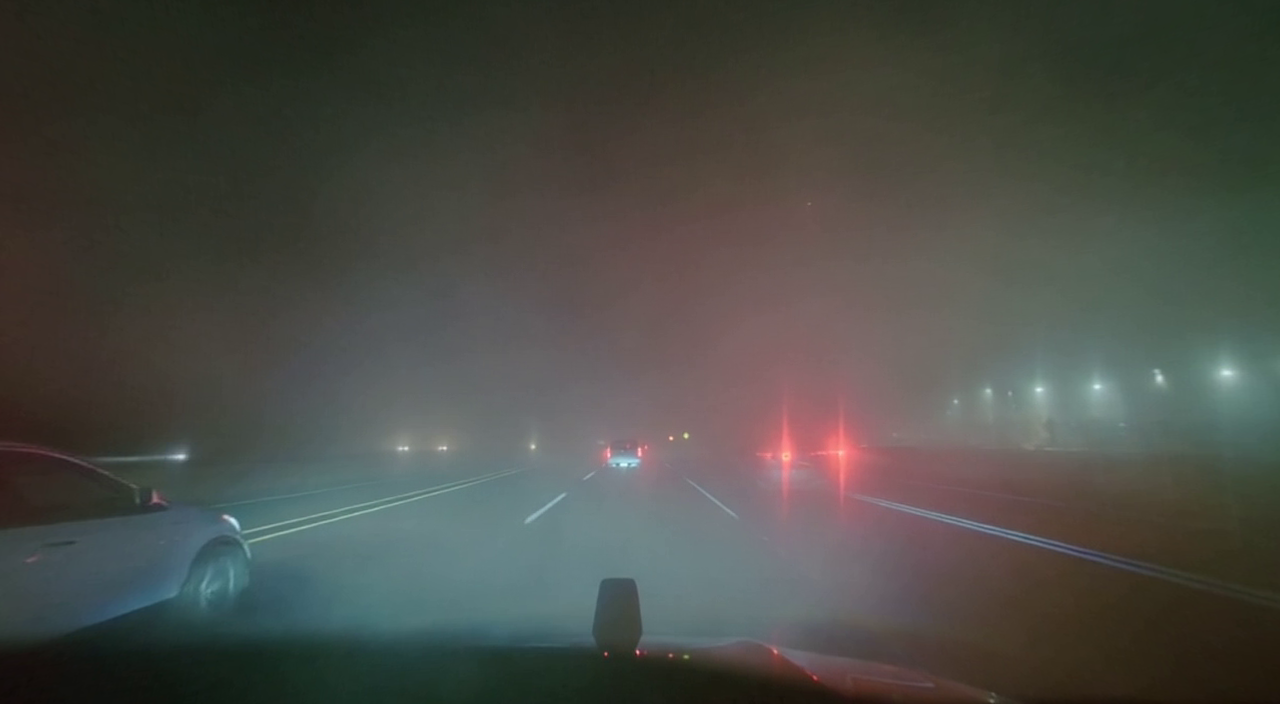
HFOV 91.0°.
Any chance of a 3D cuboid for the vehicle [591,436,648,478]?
[{"bbox_3d":[-0.775,4.260,25.707,2.147,1.576,3.964,0,-9,0],"label":"vehicle"}]
